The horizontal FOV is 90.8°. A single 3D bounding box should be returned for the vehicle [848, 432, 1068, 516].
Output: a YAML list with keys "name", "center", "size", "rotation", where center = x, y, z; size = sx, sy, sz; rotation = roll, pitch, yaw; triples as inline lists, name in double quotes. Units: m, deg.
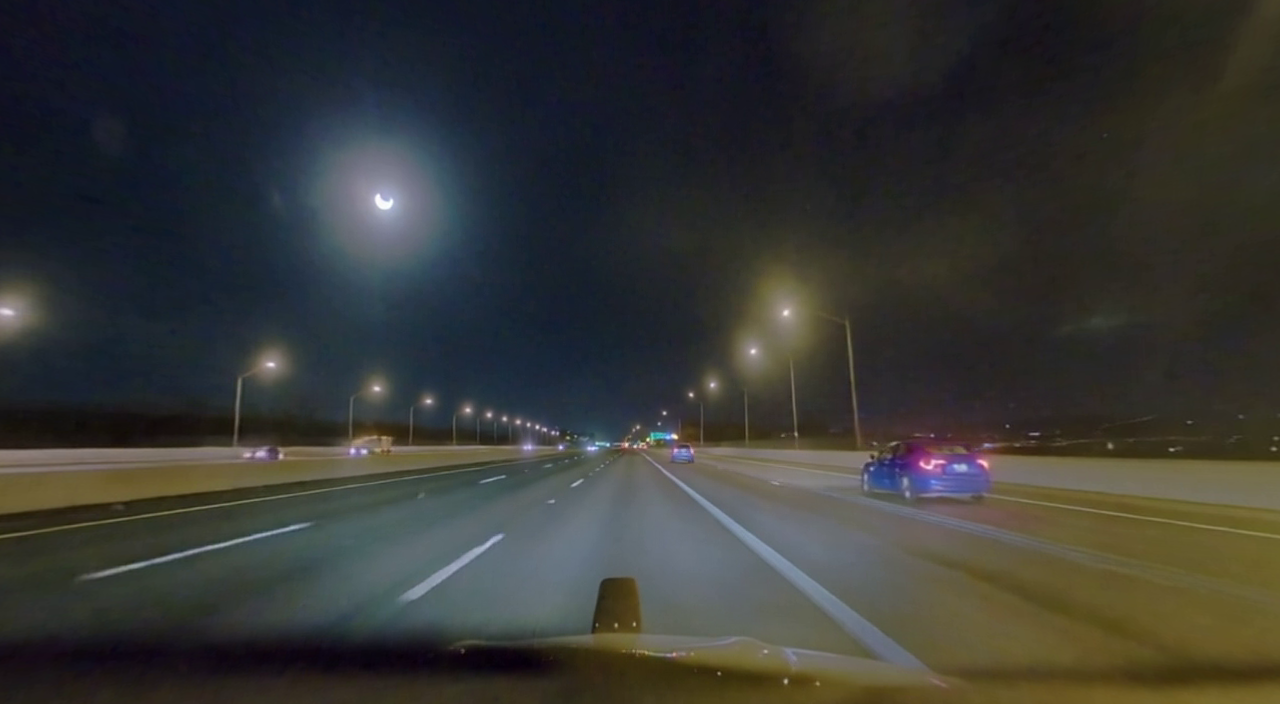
- name: "vehicle"
  center: [6.670, 2.607, 14.128]
  size: [2.227, 1.522, 5.041]
  rotation: [0, -8, -1]

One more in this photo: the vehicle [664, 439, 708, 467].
- name: "vehicle"
  center: [2.665, 5.985, 37.629]
  size: [2.270, 1.615, 3.770]
  rotation: [0, -8, -1]
